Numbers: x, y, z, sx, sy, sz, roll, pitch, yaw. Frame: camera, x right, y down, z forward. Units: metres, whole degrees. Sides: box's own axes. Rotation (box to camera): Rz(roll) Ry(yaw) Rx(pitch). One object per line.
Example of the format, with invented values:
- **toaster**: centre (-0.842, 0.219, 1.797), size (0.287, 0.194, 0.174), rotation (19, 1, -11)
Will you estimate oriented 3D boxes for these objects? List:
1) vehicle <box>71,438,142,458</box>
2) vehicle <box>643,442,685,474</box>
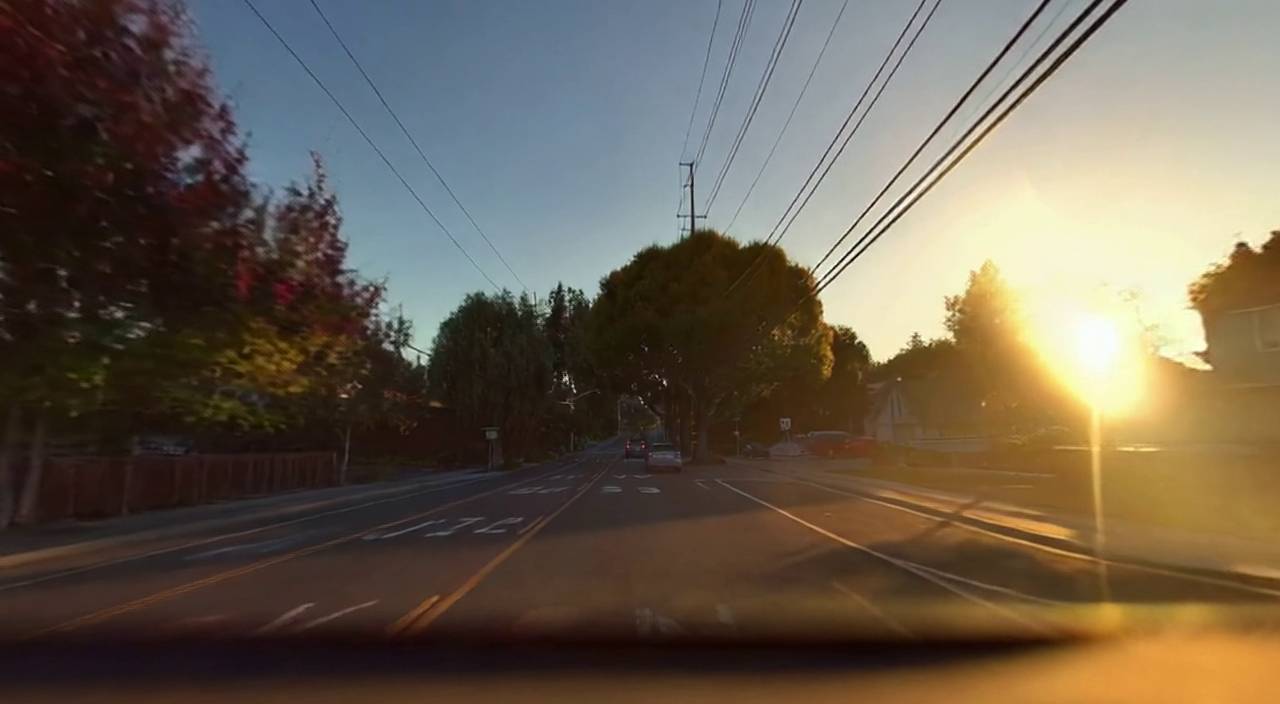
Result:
- **vehicle**: centre (-40.352, 7.256, 47.817), size (3.825, 1.441, 1.672), rotation (0, -8, 1)
- **vehicle**: centre (1.126, 5.221, 31.294), size (1.975, 1.497, 3.647), rotation (0, -9, 0)
